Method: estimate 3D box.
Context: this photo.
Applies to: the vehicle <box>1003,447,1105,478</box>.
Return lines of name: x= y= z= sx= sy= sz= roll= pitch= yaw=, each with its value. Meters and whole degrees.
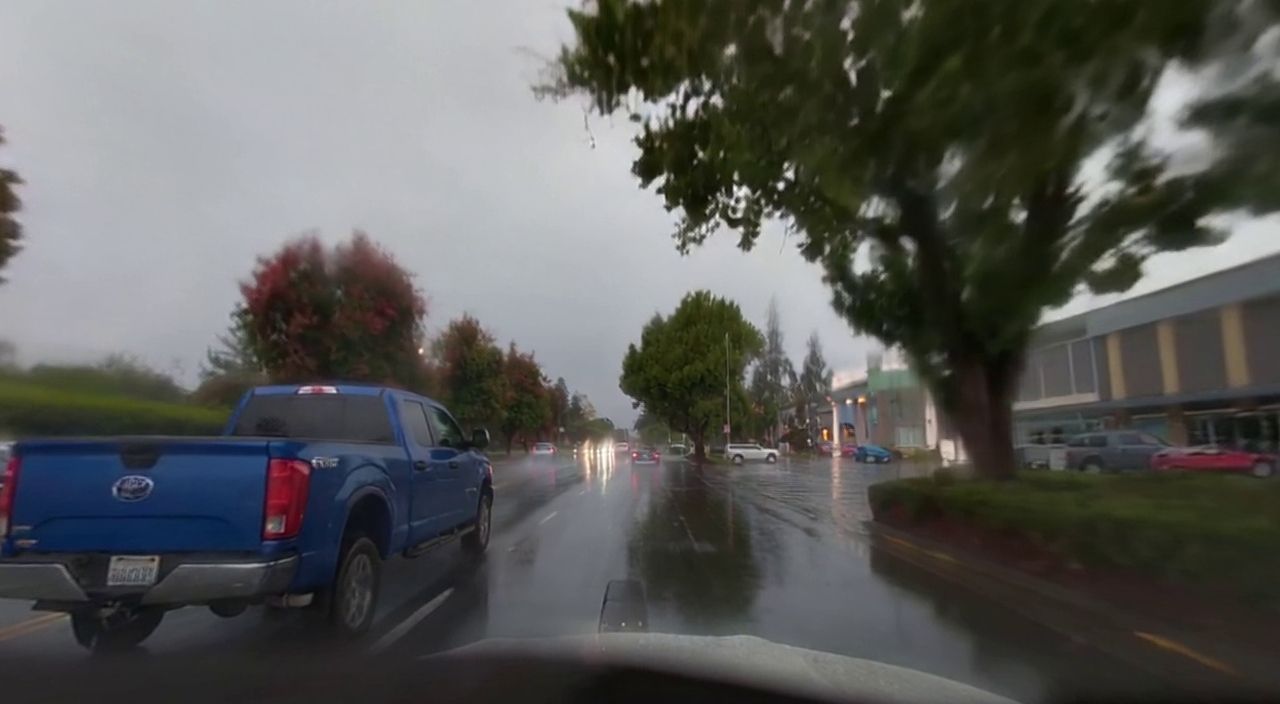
vehicle: x=22.308 y=5.921 z=34.038 sx=4.437 sy=1.485 sz=2.027 roll=-4 pitch=-9 yaw=31

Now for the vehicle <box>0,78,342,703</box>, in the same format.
vehicle: x=-3.411 y=0.312 z=1.384 sx=2.733 sy=2.495 sz=5.037 roll=-1 pitch=-8 yaw=4

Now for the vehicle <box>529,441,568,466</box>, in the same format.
vehicle: x=-6.946 y=7.757 z=48.188 sx=2.146 sy=1.788 sz=5.153 roll=0 pitch=-8 yaw=1

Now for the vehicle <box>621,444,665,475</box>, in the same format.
vehicle: x=0.180 y=5.727 z=33.837 sx=2.191 sy=1.530 sz=4.470 roll=0 pitch=-8 yaw=1

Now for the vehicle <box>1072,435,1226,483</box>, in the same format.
vehicle: x=20.574 y=4.330 z=25.692 sx=4.501 sy=1.780 sz=2.082 roll=-5 pitch=-10 yaw=29

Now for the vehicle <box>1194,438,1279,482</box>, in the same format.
vehicle: x=26.088 y=4.393 z=25.759 sx=4.478 sy=1.724 sz=2.179 roll=-4 pitch=-10 yaw=28
